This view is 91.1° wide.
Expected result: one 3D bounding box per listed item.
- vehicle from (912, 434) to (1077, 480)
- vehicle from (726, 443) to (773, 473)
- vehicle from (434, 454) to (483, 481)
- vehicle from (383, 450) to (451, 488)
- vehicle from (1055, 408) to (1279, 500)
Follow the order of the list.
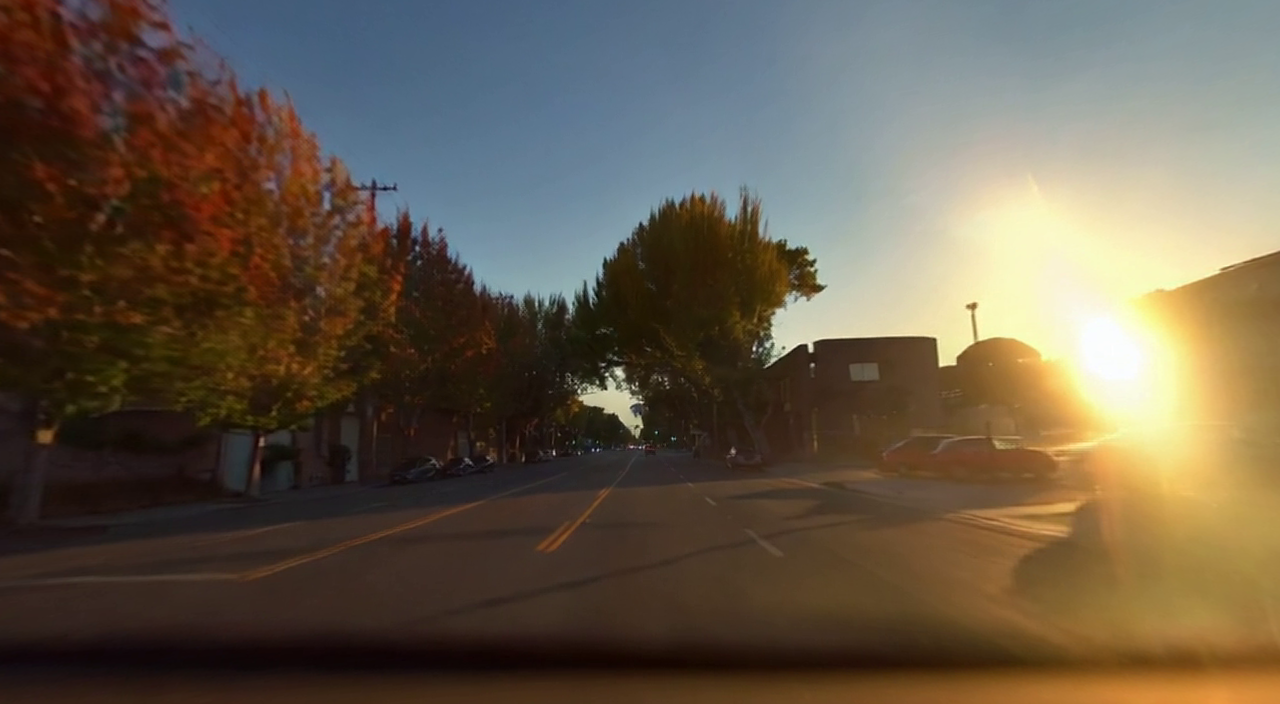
[{"bbox_3d":[13.059,3.899,23.410,4.833,1.554,2.085,-1,-9,2],"label":"vehicle"},{"bbox_3d":[6.826,6.654,39.630,2.078,1.766,5.474,0,-9,1],"label":"vehicle"},{"bbox_3d":[-11.696,7.431,40.639,1.876,1.502,4.506,-3,-9,-1],"label":"vehicle"},{"bbox_3d":[-11.821,6.204,33.591,1.979,1.759,4.435,-4,-9,1],"label":"vehicle"},{"bbox_3d":[13.031,2.364,14.670,5.015,1.934,2.150,-1,-9,3],"label":"vehicle"}]
